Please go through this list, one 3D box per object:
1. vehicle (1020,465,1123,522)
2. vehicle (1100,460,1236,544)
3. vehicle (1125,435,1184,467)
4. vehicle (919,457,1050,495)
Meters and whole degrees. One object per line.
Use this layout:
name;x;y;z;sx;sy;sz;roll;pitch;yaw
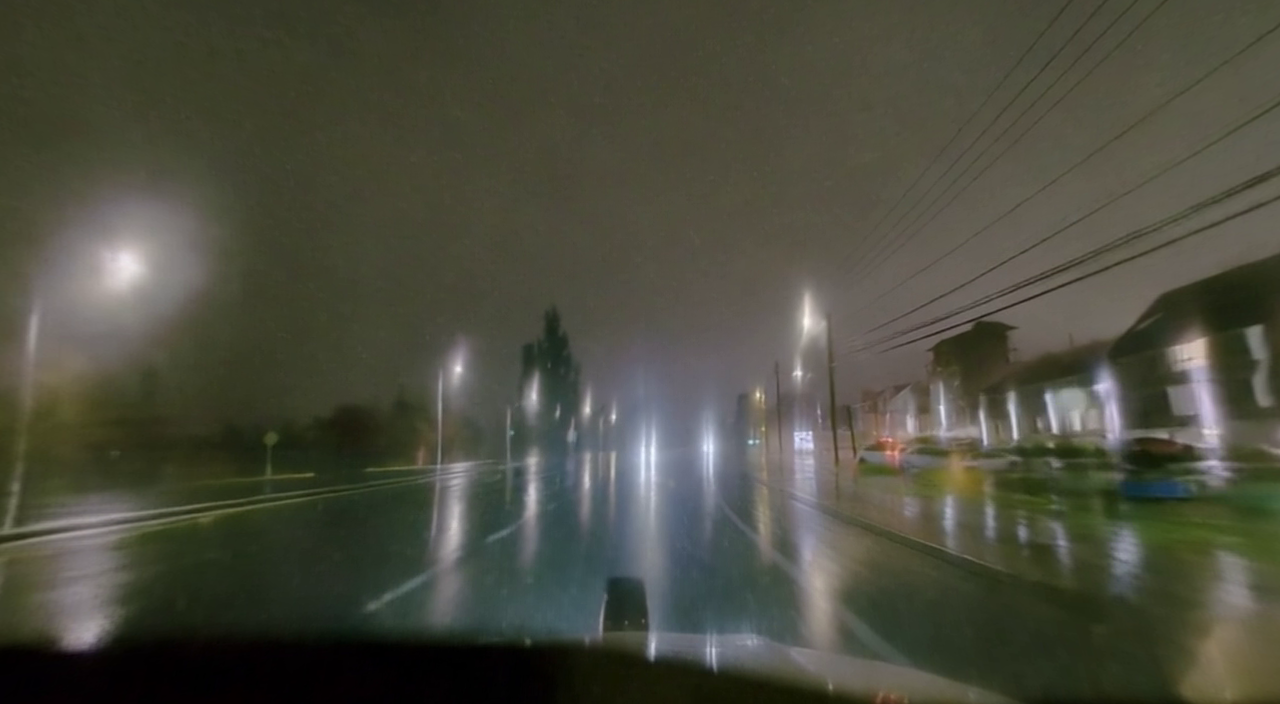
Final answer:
vehicle;13.776;4.380;20.017;1.862;1.457;4.340;-8;-12;44
vehicle;13.575;3.684;16.102;4.456;1.693;2.017;8;-12;-43
vehicle;33.988;6.491;41.580;4.791;1.501;1.930;0;-11;-41
vehicle;15.318;5.489;28.243;1.885;1.433;4.719;7;-11;-39
